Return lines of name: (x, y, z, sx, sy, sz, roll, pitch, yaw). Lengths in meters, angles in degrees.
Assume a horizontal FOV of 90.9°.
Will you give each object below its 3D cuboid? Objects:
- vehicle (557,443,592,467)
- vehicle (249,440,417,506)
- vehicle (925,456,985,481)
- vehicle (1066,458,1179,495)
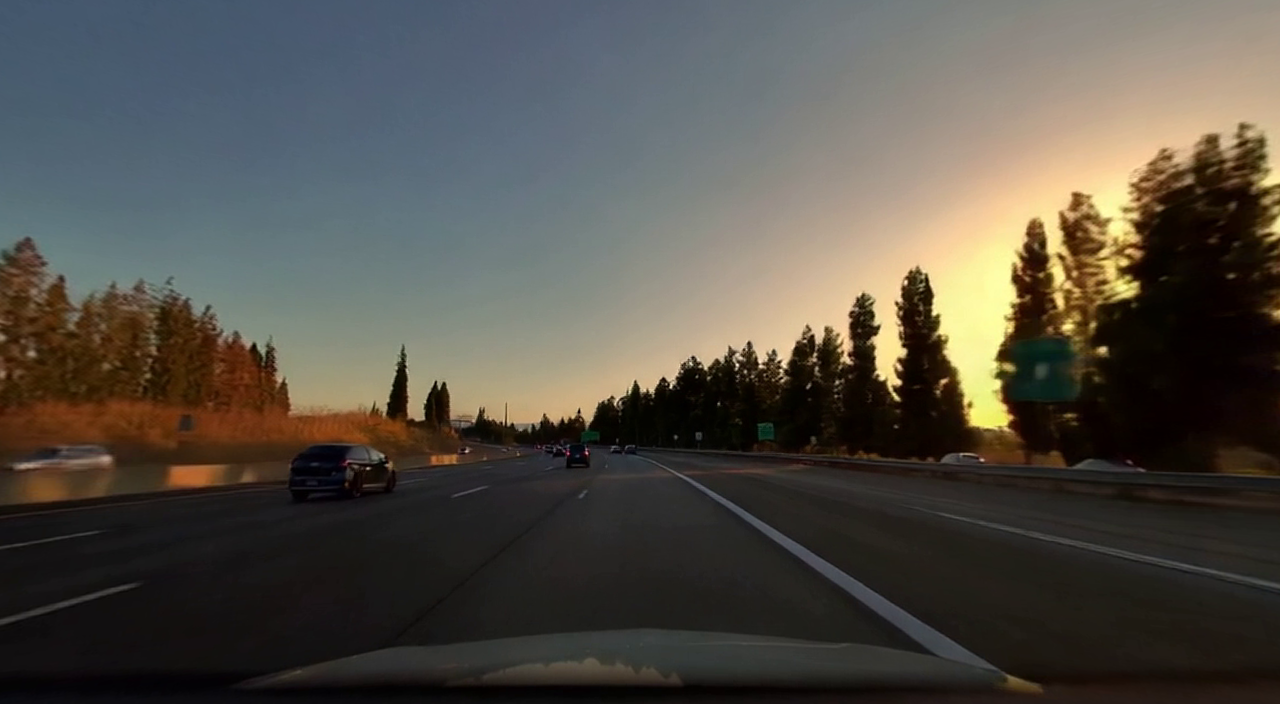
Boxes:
vehicle: (-4.185, 6.688, 41.050, 1.936, 1.465, 4.060, 0, -8, -1)
vehicle: (-7.741, 3.076, 16.545, 2.038, 1.463, 4.656, 0, -8, 0)
vehicle: (20.238, 7.479, 40.724, 2.005, 1.478, 4.056, -1, -9, 5)
vehicle: (21.940, 5.627, 28.933, 1.950, 1.462, 4.391, -1, -8, 5)
